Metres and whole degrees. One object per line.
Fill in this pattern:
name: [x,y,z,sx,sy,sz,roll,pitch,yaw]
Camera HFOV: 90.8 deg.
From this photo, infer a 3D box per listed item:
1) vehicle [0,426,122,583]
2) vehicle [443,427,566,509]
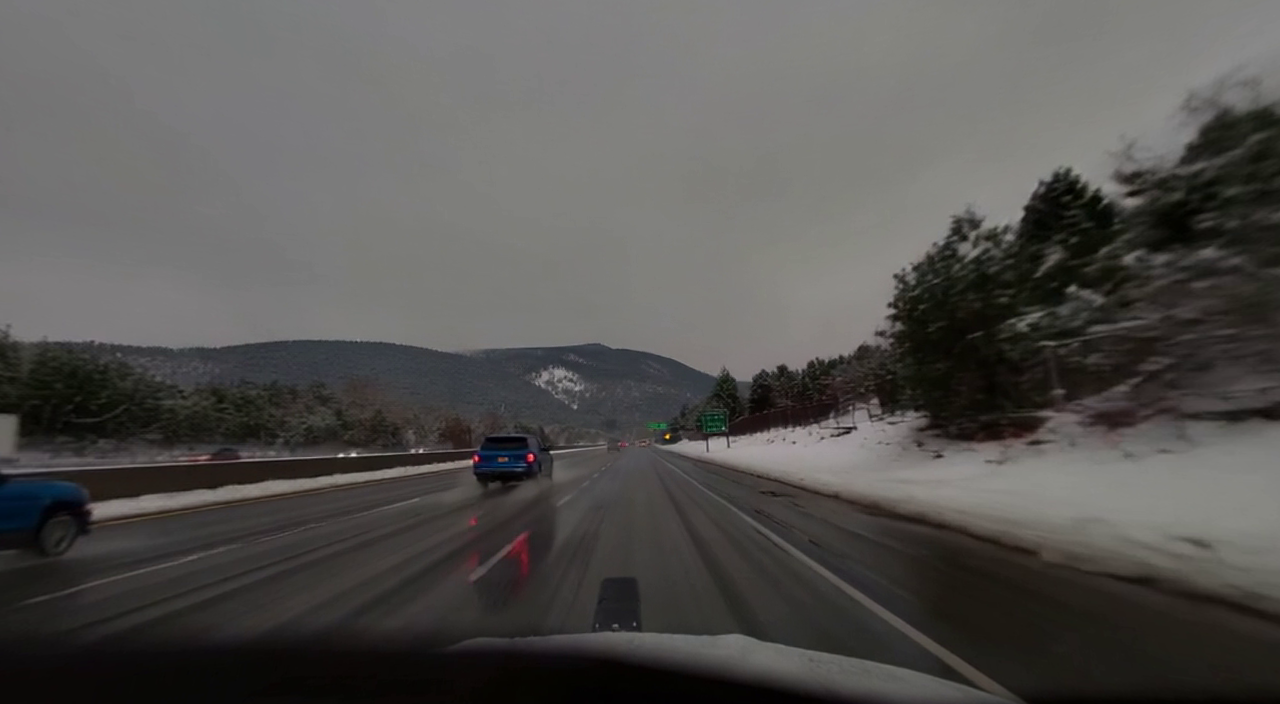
vehicle: [-7.203,1.357,5.259,1.930,1.508,4.567,0,-8,-1]
vehicle: [-3.223,2.876,16.141,2.029,1.753,4.718,0,-8,1]
